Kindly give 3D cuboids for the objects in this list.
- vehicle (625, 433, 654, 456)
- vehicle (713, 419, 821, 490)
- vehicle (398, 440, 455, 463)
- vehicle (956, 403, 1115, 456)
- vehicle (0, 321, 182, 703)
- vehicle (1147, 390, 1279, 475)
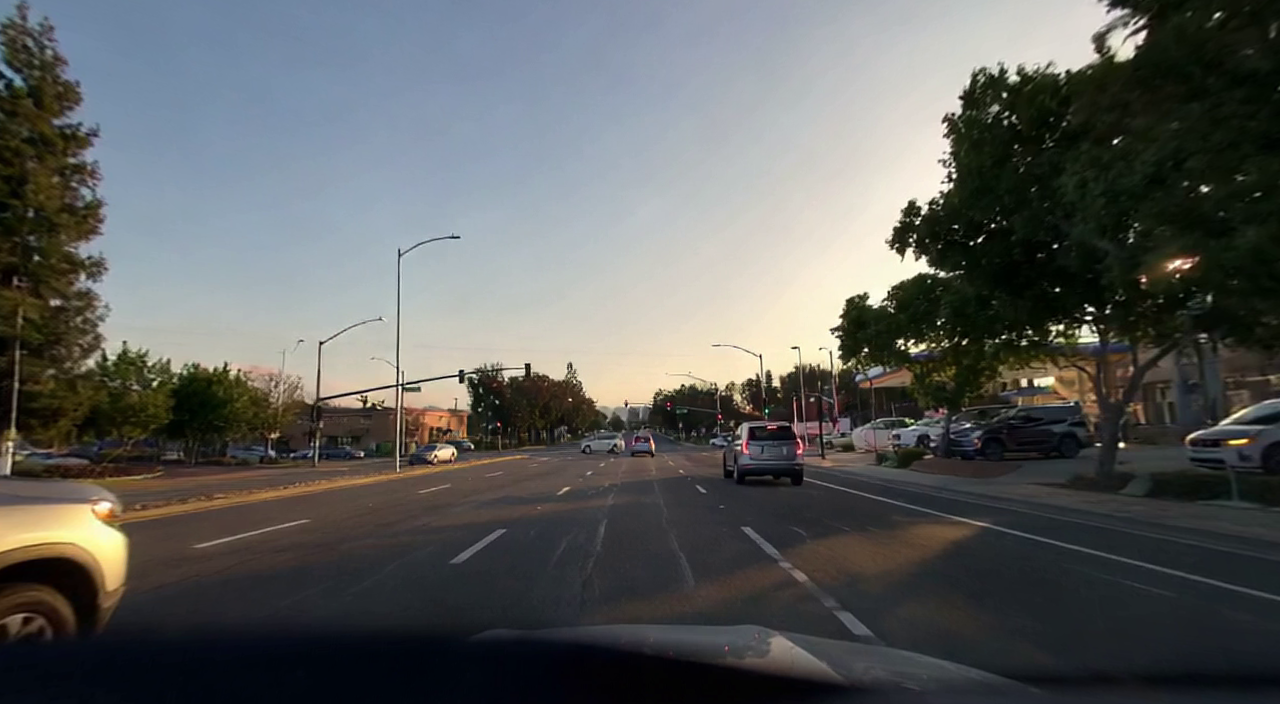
[{"bbox_3d":[0.003,7.099,48.263,2.067,1.702,3.987,0,-8,1],"label":"vehicle"},{"bbox_3d":[3.448,2.889,18.030,2.083,1.779,4.347,0,-8,-1],"label":"vehicle"},{"bbox_3d":[-16.442,7.689,48.792,1.883,1.623,4.588,-3,-9,16],"label":"vehicle"},{"bbox_3d":[15.783,3.129,25.376,4.864,2.023,2.132,0,-8,1],"label":"vehicle"},{"bbox_3d":[-3.767,0.585,1.360,2.047,1.810,4.589,0,-8,0],"label":"vehicle"},{"bbox_3d":[15.677,1.906,14.806,5.717,1.809,2.161,0,-8,-3],"label":"vehicle"}]
